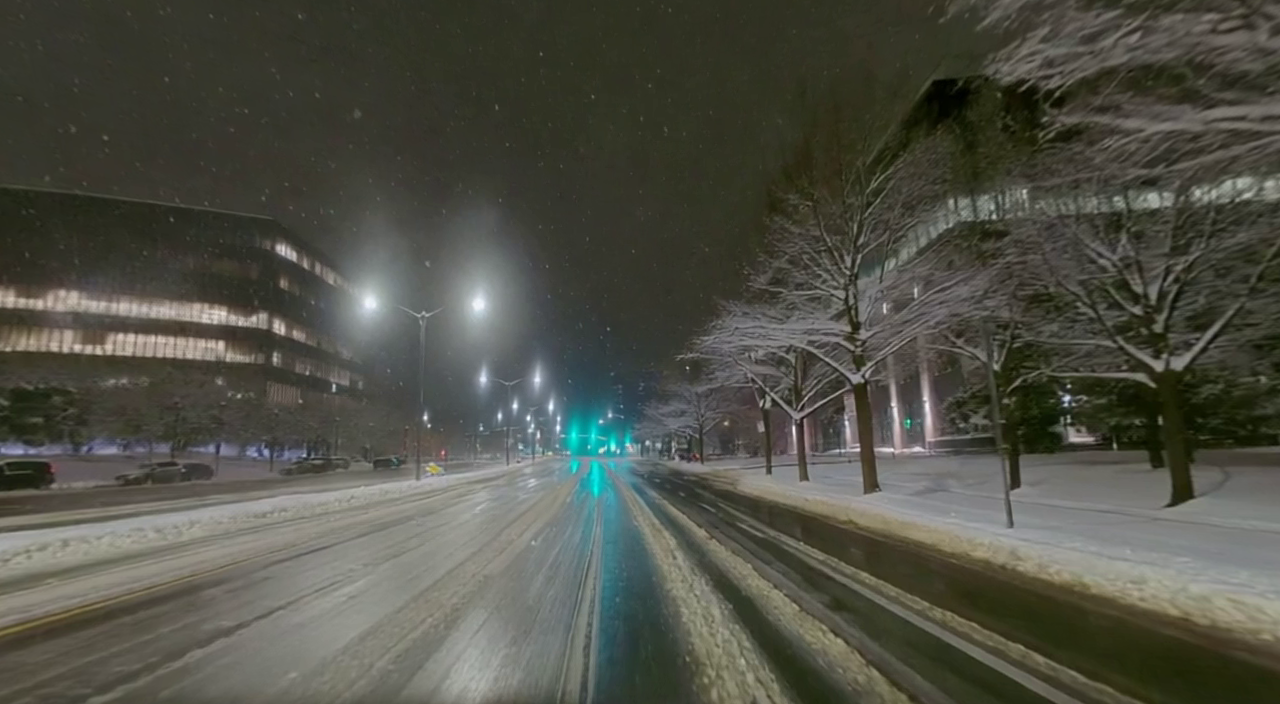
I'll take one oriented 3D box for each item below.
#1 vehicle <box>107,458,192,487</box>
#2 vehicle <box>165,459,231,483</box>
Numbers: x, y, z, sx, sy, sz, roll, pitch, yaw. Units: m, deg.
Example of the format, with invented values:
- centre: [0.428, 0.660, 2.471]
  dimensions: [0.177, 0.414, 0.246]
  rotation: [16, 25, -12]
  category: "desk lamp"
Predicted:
- centre: [-33.479, 8.206, 43.326]
  dimensions: [2.031, 1.789, 5.081]
  rotation: [1, -8, -5]
  category: "vehicle"
- centre: [-34.028, 9.156, 48.785]
  dimensions: [2.034, 1.618, 4.667]
  rotation: [1, -8, -6]
  category: "vehicle"
